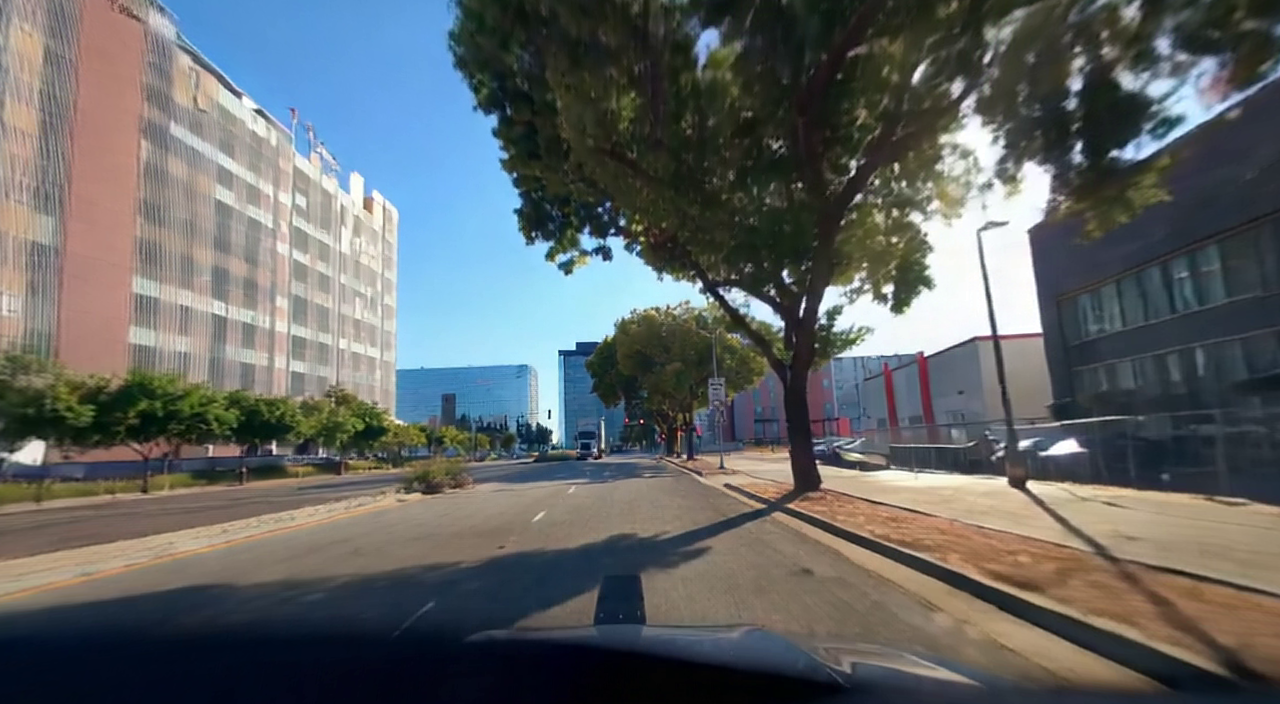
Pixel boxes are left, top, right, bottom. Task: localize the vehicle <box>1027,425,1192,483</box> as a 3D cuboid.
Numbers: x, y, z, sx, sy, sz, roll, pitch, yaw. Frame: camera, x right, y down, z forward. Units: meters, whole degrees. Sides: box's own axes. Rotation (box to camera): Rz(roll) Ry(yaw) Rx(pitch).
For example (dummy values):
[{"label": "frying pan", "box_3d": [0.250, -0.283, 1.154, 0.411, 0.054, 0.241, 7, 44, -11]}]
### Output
[{"label": "vehicle", "box_3d": [14.491, 3.143, 19.575, 3.627, 1.567, 1.774, -2, -7, 1]}]
